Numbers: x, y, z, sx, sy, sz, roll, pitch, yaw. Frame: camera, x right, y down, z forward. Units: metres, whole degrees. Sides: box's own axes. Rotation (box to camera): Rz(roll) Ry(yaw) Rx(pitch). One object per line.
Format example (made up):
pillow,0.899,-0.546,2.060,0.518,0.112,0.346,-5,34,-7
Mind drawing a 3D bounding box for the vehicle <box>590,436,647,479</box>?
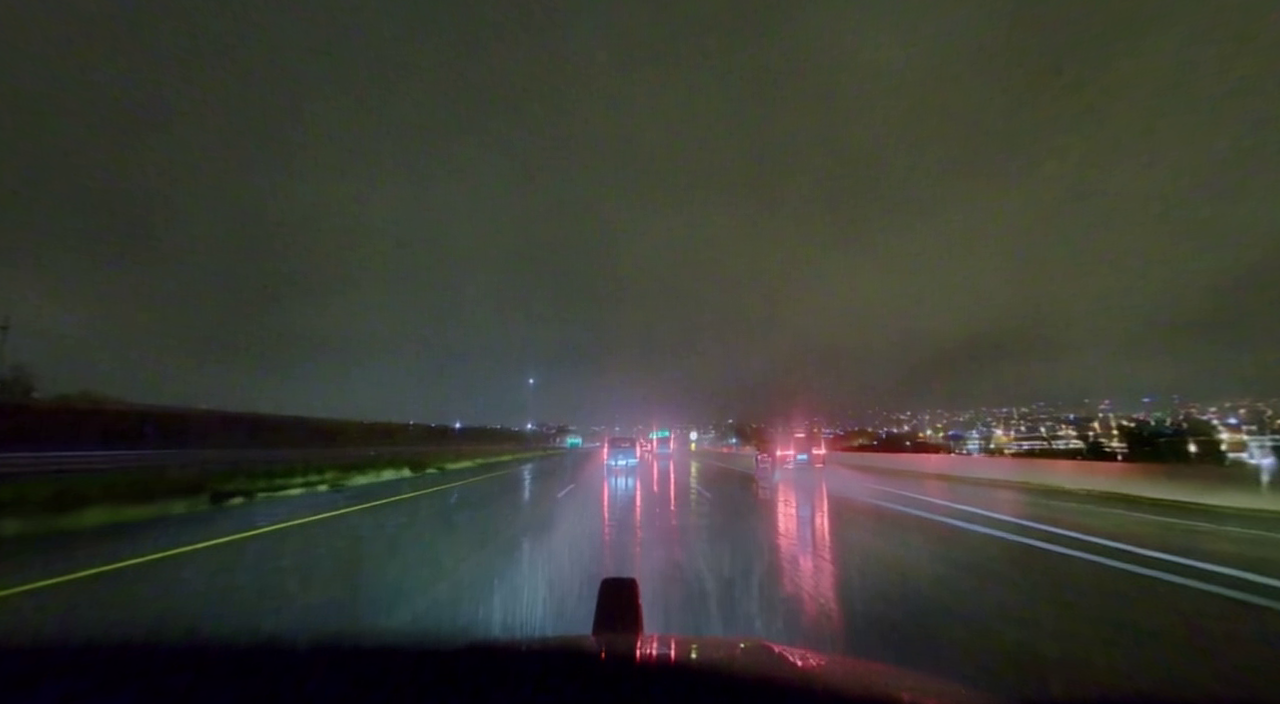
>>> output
vehicle,-0.830,4.277,25.759,2.147,1.576,3.964,0,-8,-1
